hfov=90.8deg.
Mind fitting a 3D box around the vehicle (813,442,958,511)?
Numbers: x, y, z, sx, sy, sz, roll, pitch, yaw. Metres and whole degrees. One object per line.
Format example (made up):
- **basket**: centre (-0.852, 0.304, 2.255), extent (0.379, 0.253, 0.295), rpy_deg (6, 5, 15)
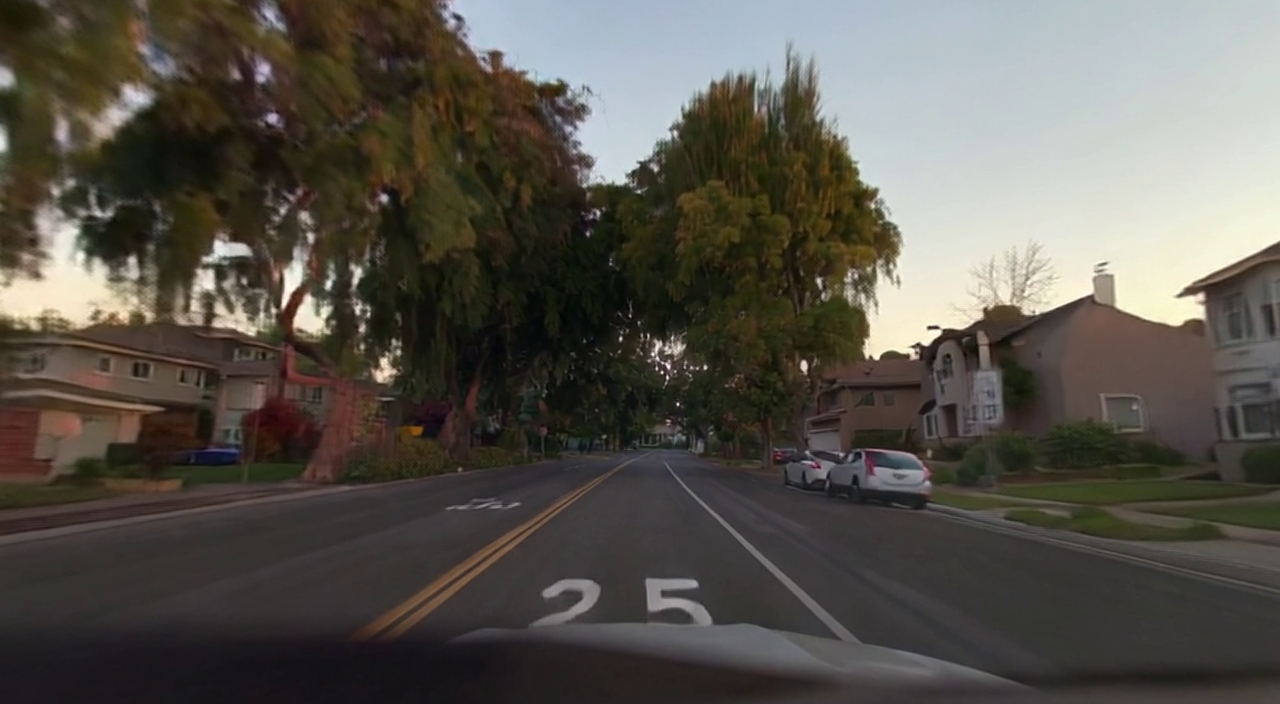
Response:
- **vehicle**: centre (6.168, 3.157, 16.564), extent (1.893, 1.543, 4.434), rpy_deg (0, -9, -2)
